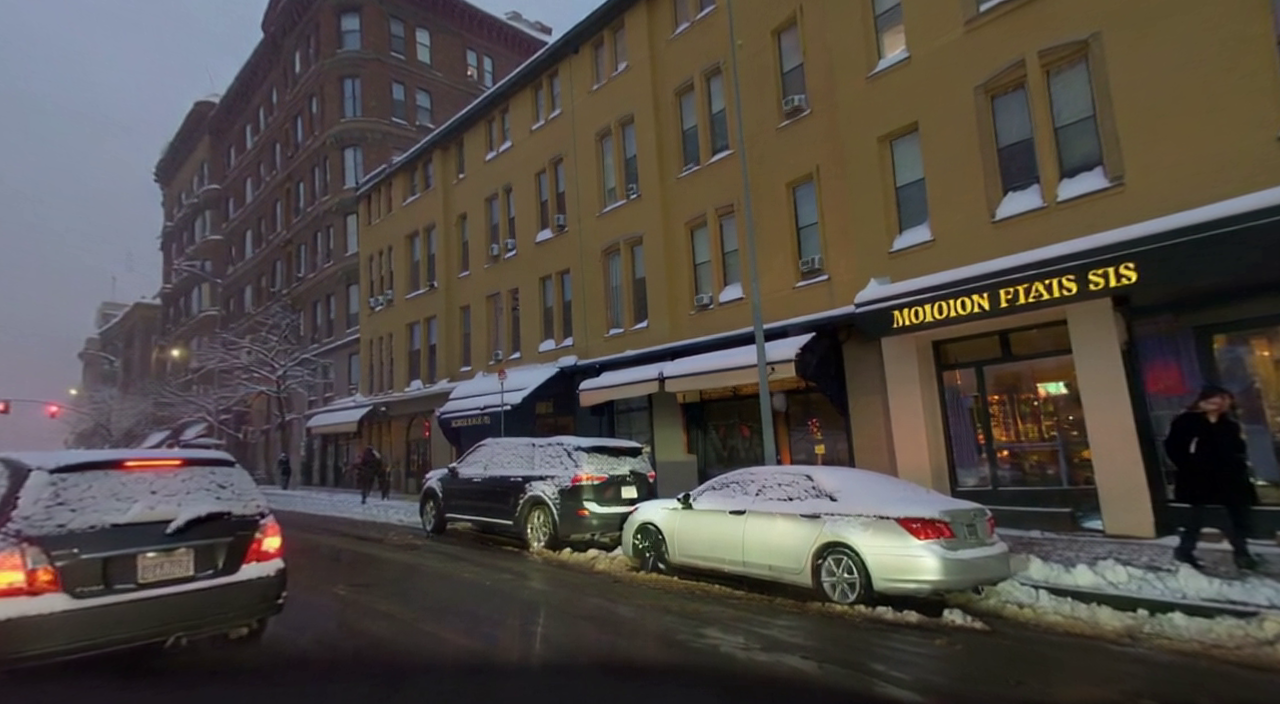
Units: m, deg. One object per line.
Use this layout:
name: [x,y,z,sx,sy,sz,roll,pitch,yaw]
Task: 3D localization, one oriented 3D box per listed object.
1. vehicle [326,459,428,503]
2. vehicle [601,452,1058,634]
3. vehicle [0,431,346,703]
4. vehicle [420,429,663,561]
vehicle: [-14.344,7.021,34.565,4.692,1.909,2.032,6,-17,-43]
vehicle: [1.886,1.935,7.525,4.830,1.421,1.826,-8,-11,42]
vehicle: [-4.370,1.357,4.579,4.330,1.458,1.932,-6,-10,32]
vehicle: [-1.921,2.379,11.317,4.580,1.853,1.862,-8,-12,43]
